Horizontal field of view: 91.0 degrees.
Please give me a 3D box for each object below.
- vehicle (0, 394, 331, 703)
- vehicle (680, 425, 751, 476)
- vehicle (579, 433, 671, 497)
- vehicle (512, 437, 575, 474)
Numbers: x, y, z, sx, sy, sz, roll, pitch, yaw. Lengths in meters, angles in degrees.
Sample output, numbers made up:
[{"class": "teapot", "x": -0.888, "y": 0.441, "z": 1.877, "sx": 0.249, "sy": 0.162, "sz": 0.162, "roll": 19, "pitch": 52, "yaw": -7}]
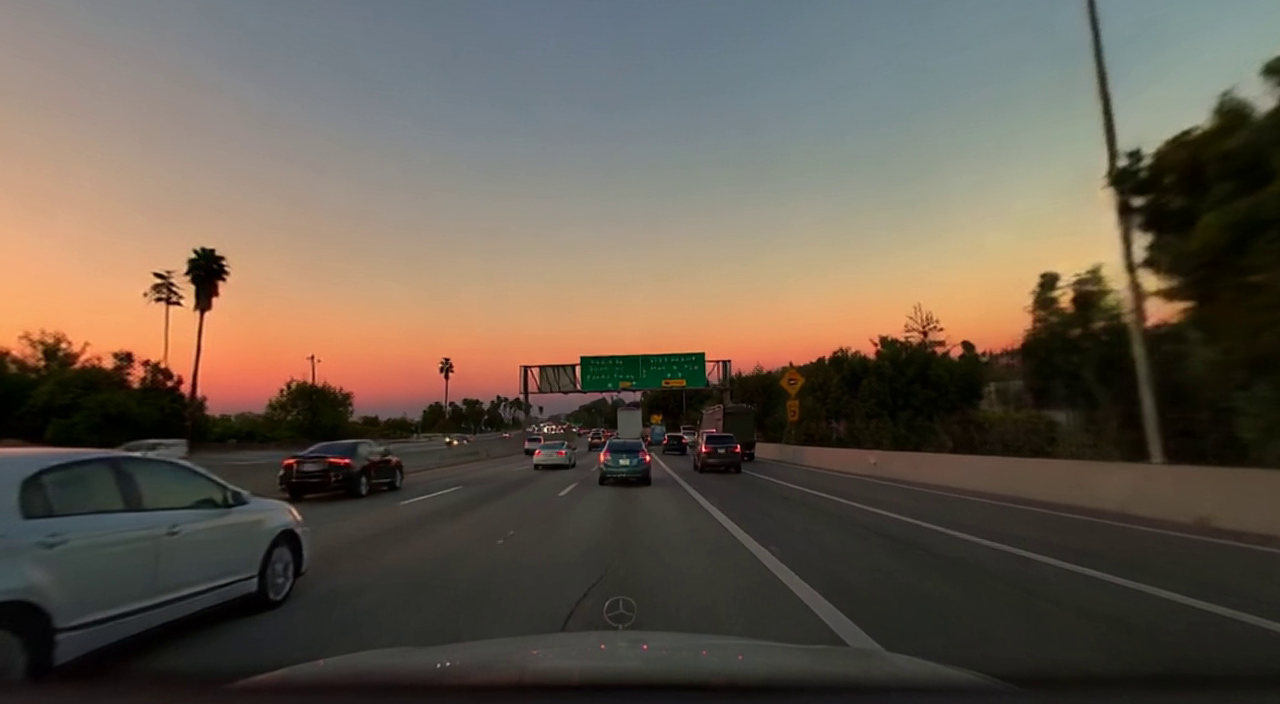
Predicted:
[{"class": "vehicle", "x": -3.625, "y": 0.981, "z": 2.980, "sx": 2.064, "sy": 1.475, "sz": 4.489, "roll": 0, "pitch": -8, "yaw": 0}, {"class": "vehicle", "x": 2.902, "y": 3.945, "z": 25.408, "sx": 2.173, "sy": 1.870, "sz": 4.499, "roll": 0, "pitch": -8, "yaw": -2}, {"class": "vehicle", "x": -0.350, "y": 2.915, "z": 16.649, "sx": 2.136, "sy": 1.470, "sz": 3.971, "roll": 0, "pitch": -8, "yaw": 0}, {"class": "vehicle", "x": -4.004, "y": 4.387, "z": 26.860, "sx": 1.998, "sy": 1.423, "sz": 4.436, "roll": 0, "pitch": -8, "yaw": 0}]
